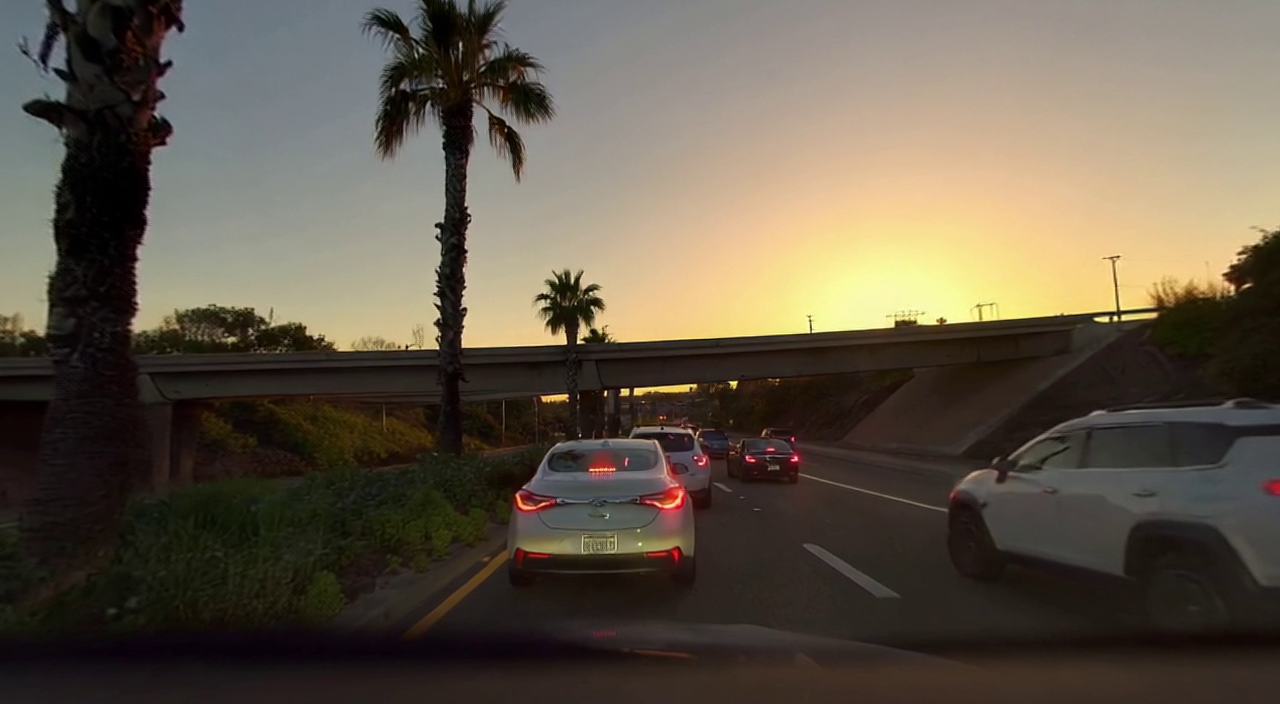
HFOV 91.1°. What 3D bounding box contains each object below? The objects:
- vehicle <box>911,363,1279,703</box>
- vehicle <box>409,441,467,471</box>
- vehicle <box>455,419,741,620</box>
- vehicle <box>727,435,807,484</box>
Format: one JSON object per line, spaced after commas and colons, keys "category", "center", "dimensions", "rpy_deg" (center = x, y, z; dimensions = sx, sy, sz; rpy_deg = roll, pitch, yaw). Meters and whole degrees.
{"category": "vehicle", "center": [4.082, 1.123, 4.622], "dimensions": [2.149, 1.609, 4.807], "rpy_deg": [0, -9, 2]}
{"category": "vehicle", "center": [-12.088, 6.232, 37.922], "dimensions": [2.084, 1.704, 4.485], "rpy_deg": [0, -9, -1]}
{"category": "vehicle", "center": [-0.268, 1.575, 6.856], "dimensions": [2.172, 1.506, 4.018], "rpy_deg": [0, -9, 2]}
{"category": "vehicle", "center": [4.330, 3.745, 22.208], "dimensions": [2.034, 1.517, 4.840], "rpy_deg": [0, -9, 3]}
